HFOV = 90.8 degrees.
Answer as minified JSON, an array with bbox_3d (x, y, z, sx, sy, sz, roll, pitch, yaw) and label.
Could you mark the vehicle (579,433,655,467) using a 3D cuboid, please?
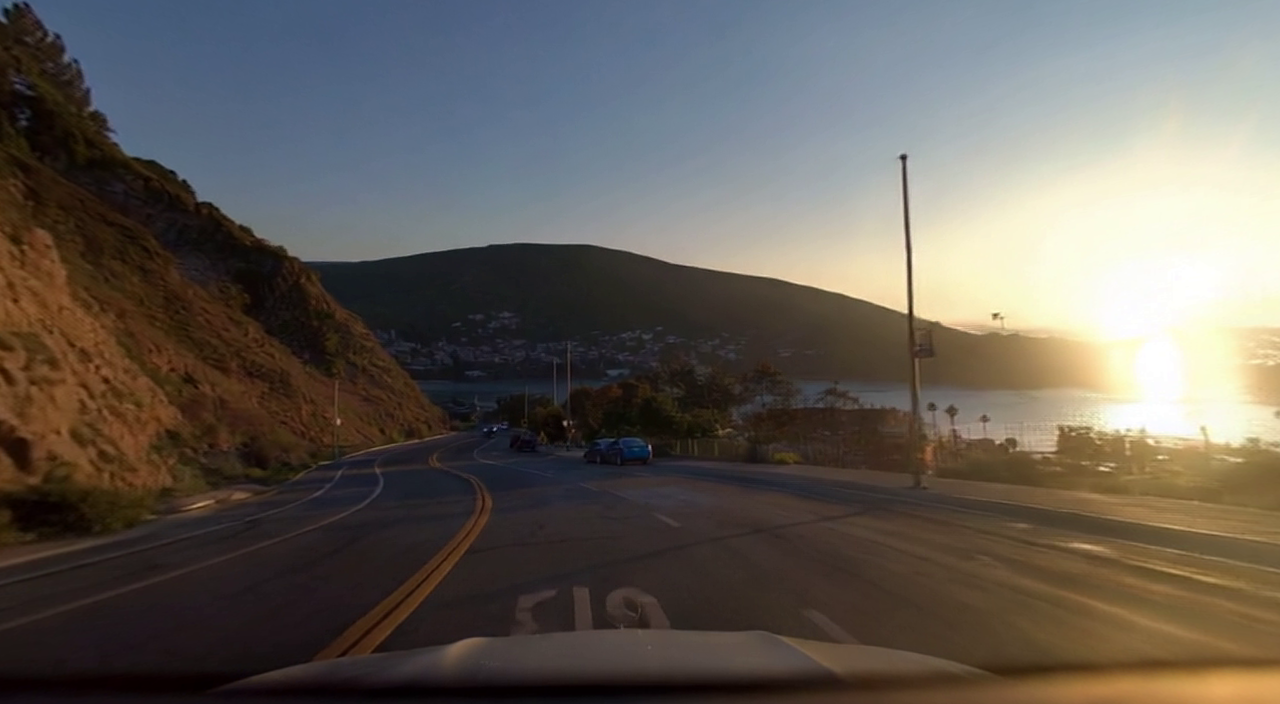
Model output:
[{"bbox_3d":[-1.144,5.208,33.601,2.064,1.667,4.453,-5,-10,27],"label":"vehicle"}]
